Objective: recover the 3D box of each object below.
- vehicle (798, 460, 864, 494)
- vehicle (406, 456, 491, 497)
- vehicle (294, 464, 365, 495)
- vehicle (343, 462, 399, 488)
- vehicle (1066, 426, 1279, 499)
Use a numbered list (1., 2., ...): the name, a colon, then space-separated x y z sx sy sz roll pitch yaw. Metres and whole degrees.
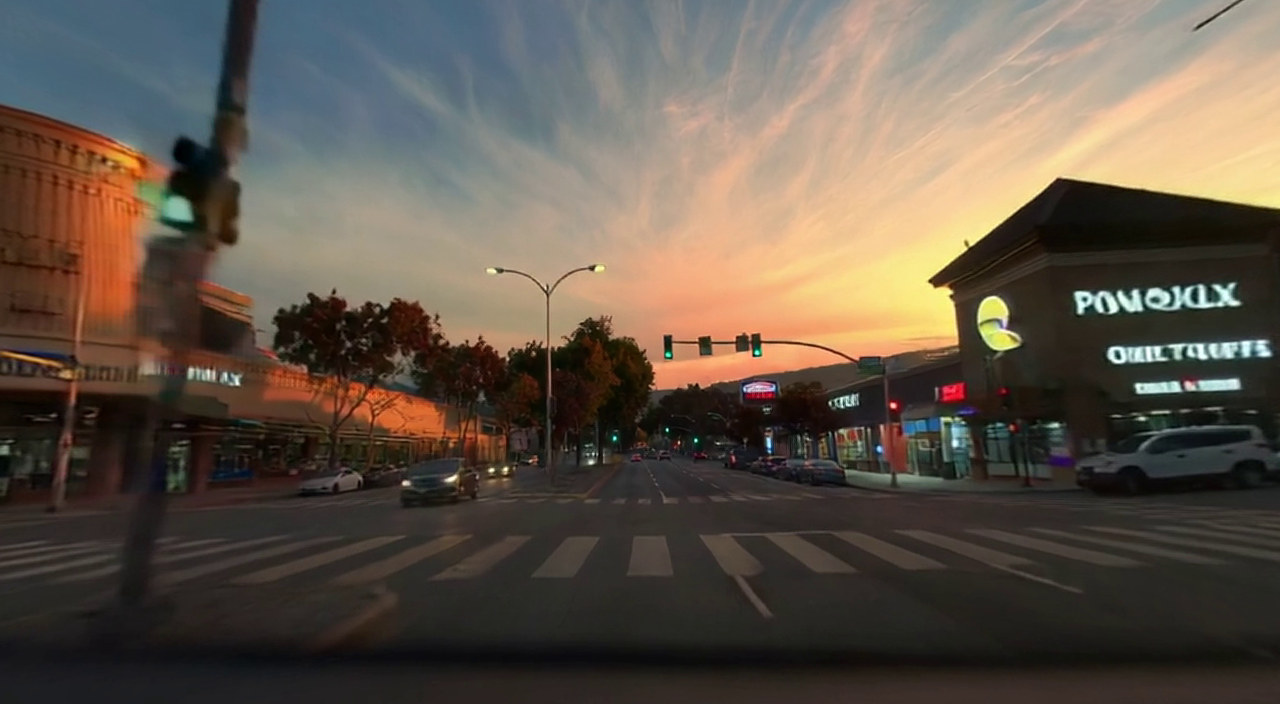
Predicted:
1. vehicle: 9.649 6.324 32.339 1.948 1.483 4.645 0 -8 0
2. vehicle: -8.148 5.314 27.333 2.225 1.532 4.486 0 -8 1
3. vehicle: -18.146 7.455 37.210 1.858 1.493 4.721 0 -8 -1
4. vehicle: -18.214 8.334 42.957 1.756 1.525 4.355 -1 -8 2
5. vehicle: 17.265 3.443 19.842 5.748 2.090 2.506 -1 -8 5
